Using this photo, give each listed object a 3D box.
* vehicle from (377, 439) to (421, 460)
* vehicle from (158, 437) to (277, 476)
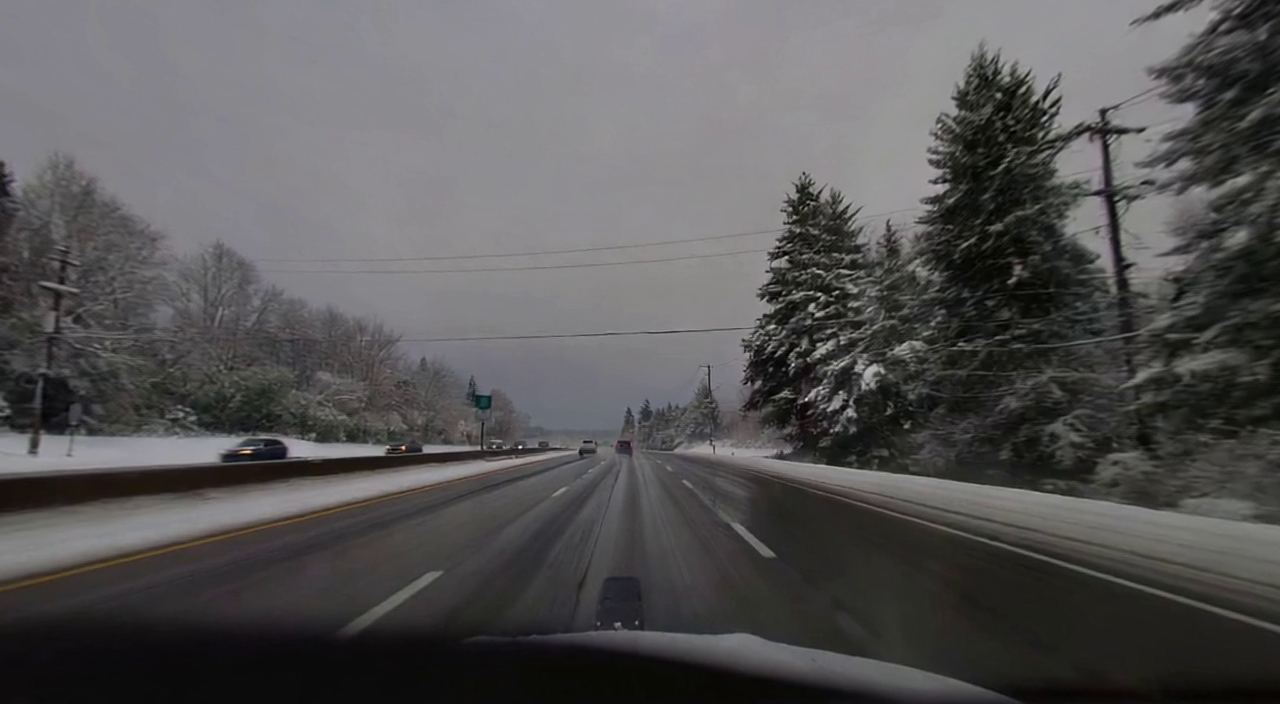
[{"bbox_3d":[-18.878,7.664,49.683,1.924,1.616,4.019,0,-8,-2],"label":"vehicle"},{"bbox_3d":[-17.796,4.420,26.925,1.895,1.490,4.684,0,-8,-1],"label":"vehicle"}]
